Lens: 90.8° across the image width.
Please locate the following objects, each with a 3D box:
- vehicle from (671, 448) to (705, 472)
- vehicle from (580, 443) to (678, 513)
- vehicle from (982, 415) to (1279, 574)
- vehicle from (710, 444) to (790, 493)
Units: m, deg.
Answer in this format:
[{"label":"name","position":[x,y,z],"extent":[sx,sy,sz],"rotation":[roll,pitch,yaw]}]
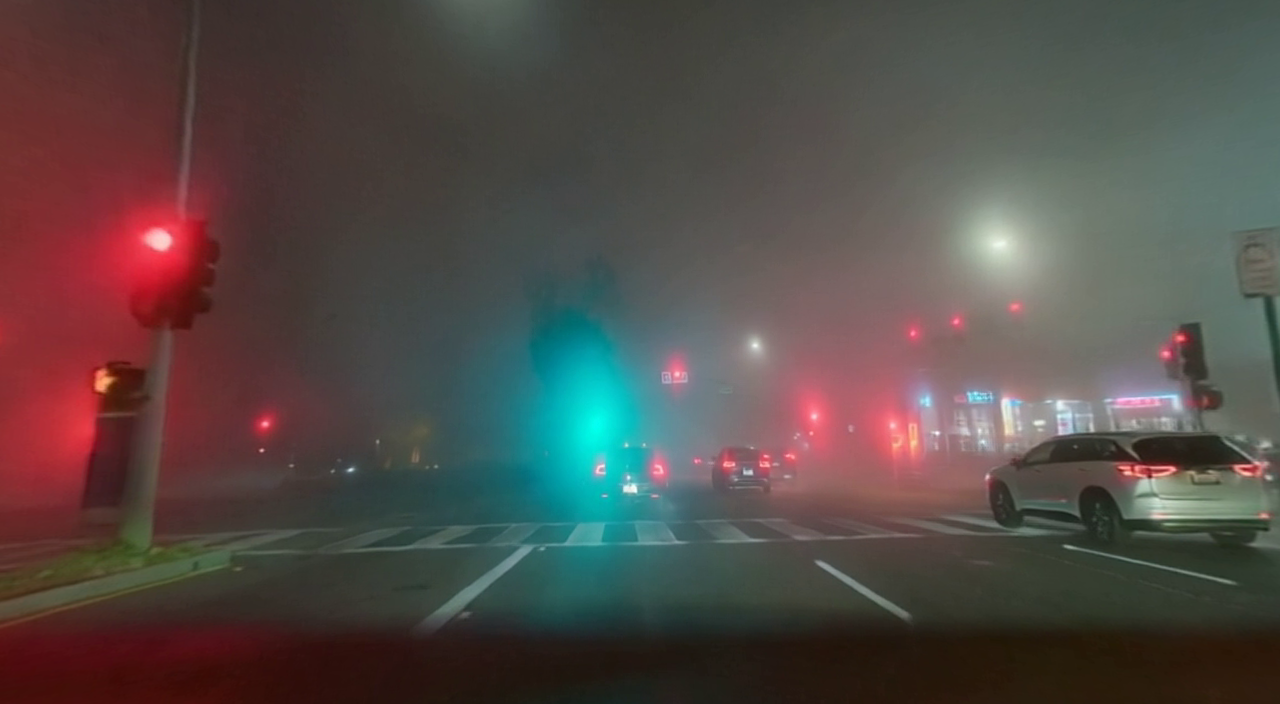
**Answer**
[{"label":"vehicle","position":[3.326,7.595,44.756],"extent":[2.012,1.570,4.600],"rotation":[0,-8,0]},{"label":"vehicle","position":[-0.280,3.005,15.605],"extent":[2.110,1.487,3.873],"rotation":[0,-8,-1]},{"label":"vehicle","position":[6.934,1.817,8.832],"extent":[1.940,1.674,4.085],"rotation":[0,-8,-1]},{"label":"vehicle","position":[3.708,3.995,22.104],"extent":[1.892,1.532,4.177],"rotation":[0,-8,-2]}]
